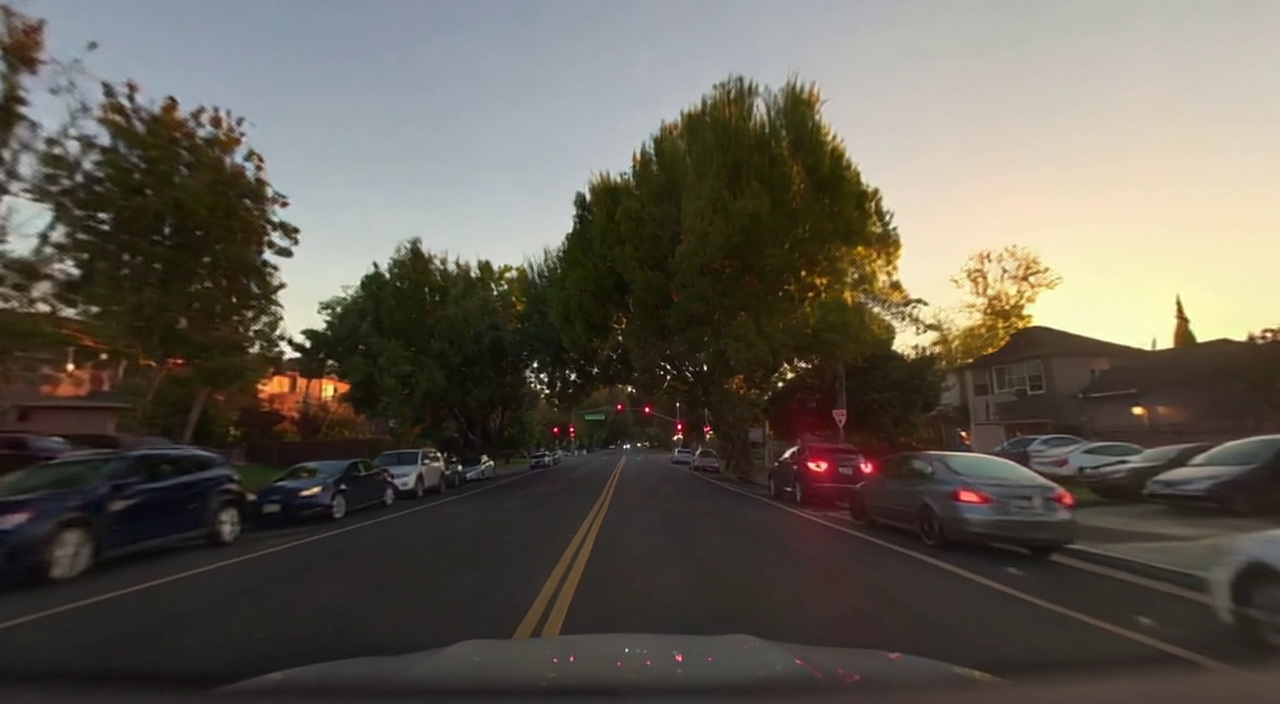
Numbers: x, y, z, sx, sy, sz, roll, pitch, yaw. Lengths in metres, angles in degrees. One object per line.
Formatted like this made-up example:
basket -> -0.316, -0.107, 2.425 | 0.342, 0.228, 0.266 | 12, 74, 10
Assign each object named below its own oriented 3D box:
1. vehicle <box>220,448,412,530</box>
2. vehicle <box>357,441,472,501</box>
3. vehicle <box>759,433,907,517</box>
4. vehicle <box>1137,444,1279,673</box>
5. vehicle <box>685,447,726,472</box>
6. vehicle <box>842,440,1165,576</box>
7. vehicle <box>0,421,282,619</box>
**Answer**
vehicle -> -6.709, 2.841, 13.787 | 1.811, 1.454, 4.610 | 0, -9, -1
vehicle -> -7.035, 3.737, 20.276 | 2.092, 1.706, 4.356 | 0, -9, 0
vehicle -> 4.413, 2.878, 15.338 | 1.992, 1.703, 4.503 | 1, -9, -3
vehicle -> 4.941, 1.139, 2.885 | 1.798, 1.432, 4.330 | 0, -9, 0
vehicle -> 4.152, 6.922, 40.948 | 1.955, 1.536, 4.395 | 1, -9, -3
vehicle -> 4.827, 2.092, 9.433 | 1.830, 1.477, 4.684 | 1, -9, -3
vehicle -> -6.661, 1.821, 7.870 | 1.904, 1.727, 4.530 | 1, -9, -3
